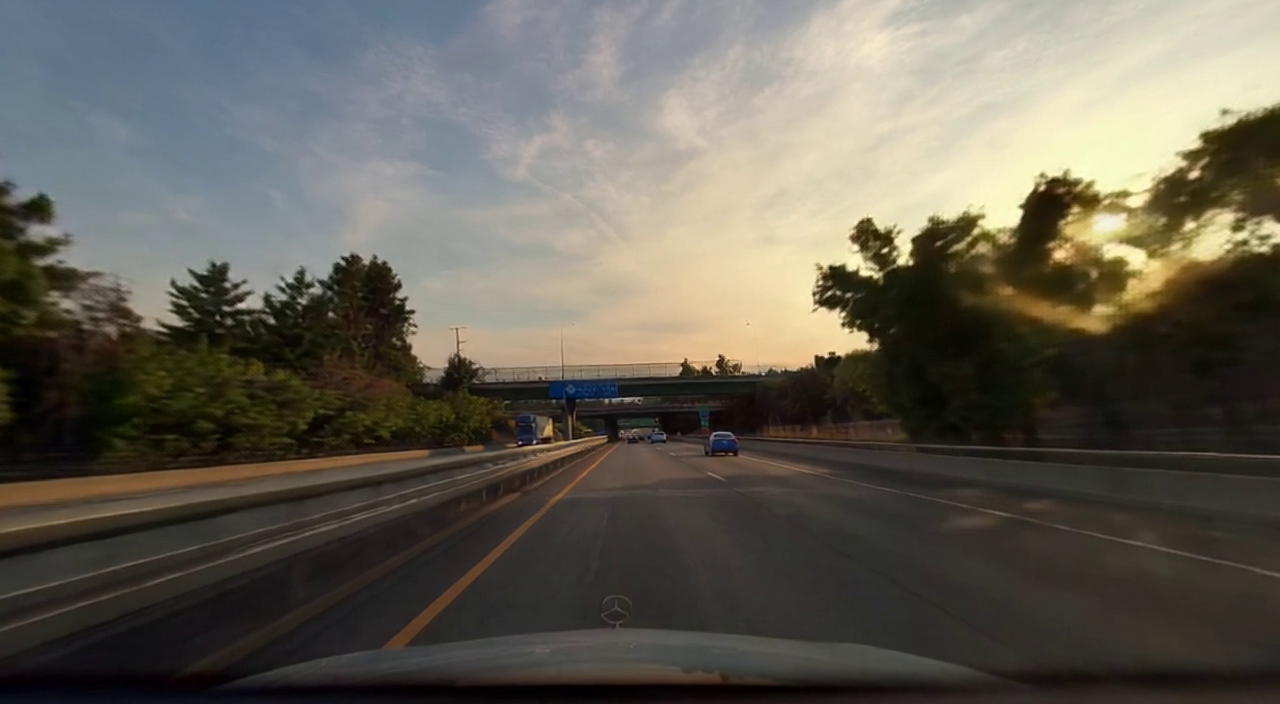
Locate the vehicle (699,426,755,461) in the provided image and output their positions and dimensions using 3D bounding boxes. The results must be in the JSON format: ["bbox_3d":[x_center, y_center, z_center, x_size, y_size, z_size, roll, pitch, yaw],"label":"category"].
[{"bbox_3d":[4.334,4.632,31.985,2.073,1.651,4.065,0,-8,-2],"label":"vehicle"}]
